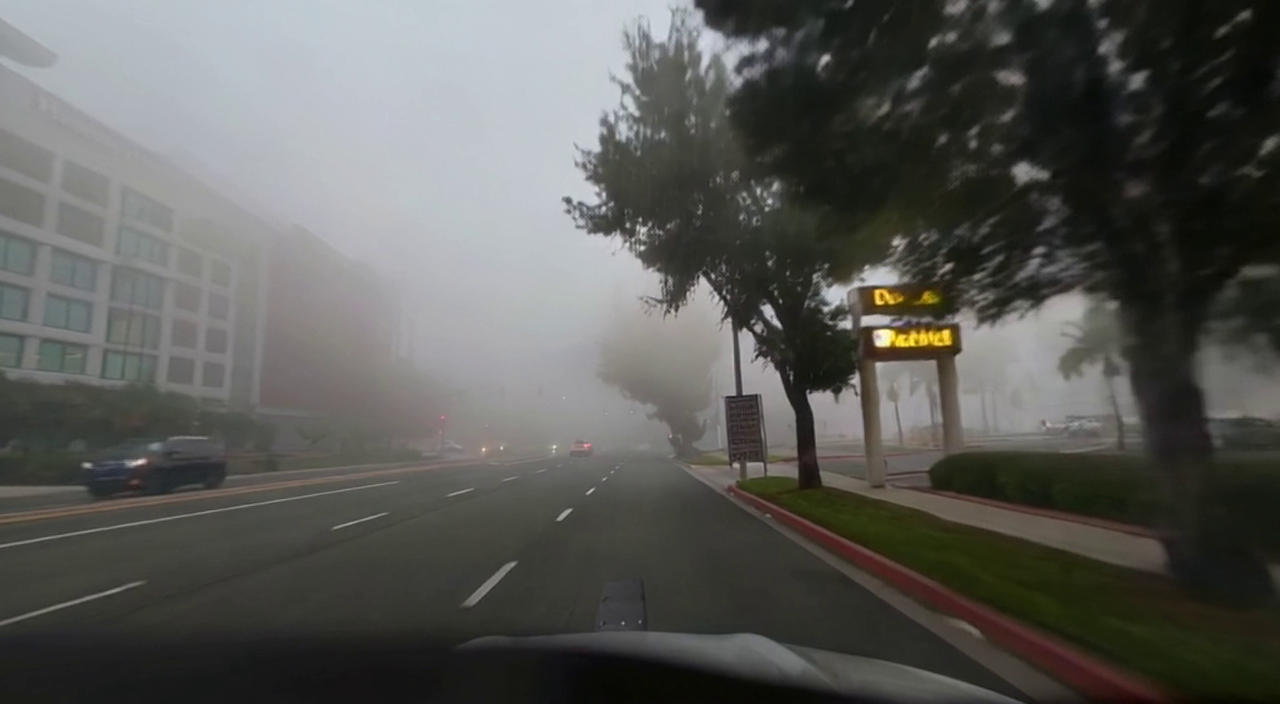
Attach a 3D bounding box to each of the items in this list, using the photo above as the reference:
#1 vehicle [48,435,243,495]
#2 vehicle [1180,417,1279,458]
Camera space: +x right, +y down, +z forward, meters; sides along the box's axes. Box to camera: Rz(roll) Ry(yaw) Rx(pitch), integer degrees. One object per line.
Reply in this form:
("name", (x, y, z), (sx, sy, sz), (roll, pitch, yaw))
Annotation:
("vehicle", (-17.127, 3.910, 22.289), (2.221, 1.832, 5.572), (0, -8, 2))
("vehicle", (25.267, 3.501, 25.598), (4.649, 1.611, 1.945), (0, -8, 0))
